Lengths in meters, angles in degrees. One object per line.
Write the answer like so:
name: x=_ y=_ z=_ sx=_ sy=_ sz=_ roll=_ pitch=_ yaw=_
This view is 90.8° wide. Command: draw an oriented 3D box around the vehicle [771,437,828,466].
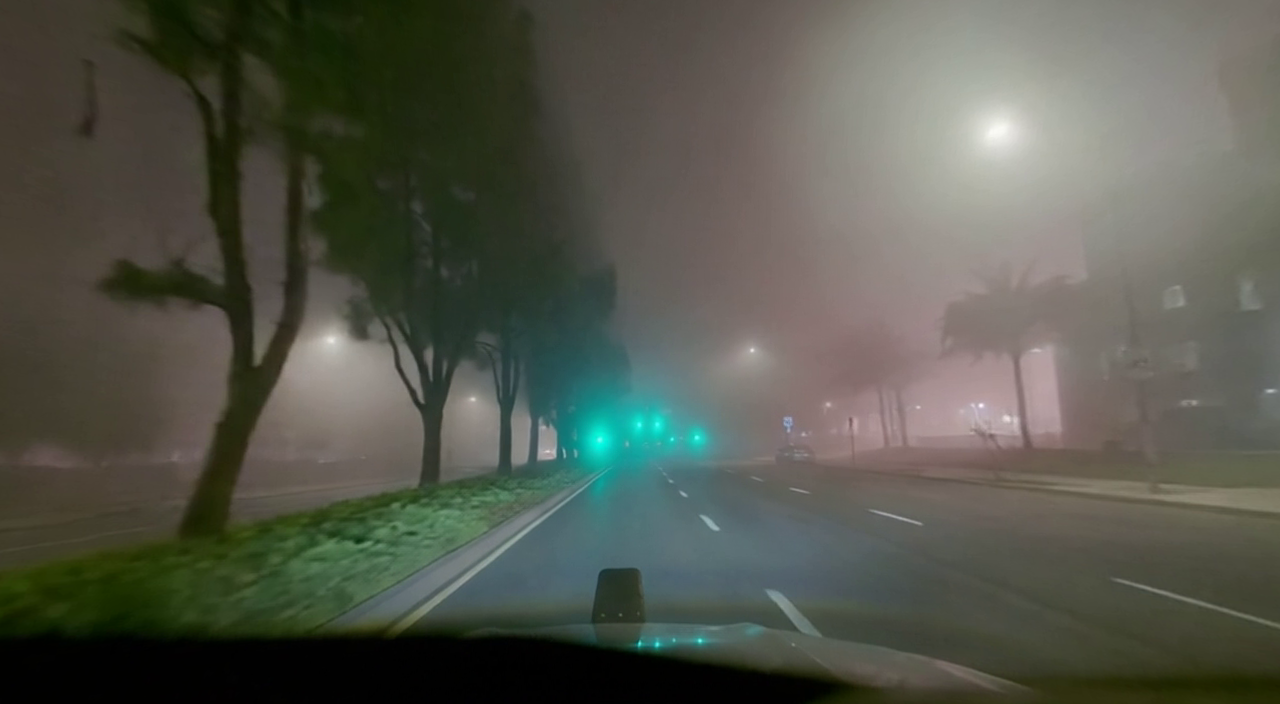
vehicle: x=9.961 y=6.251 z=39.837 sx=2.051 sy=1.726 sz=4.898 roll=0 pitch=-8 yaw=-3

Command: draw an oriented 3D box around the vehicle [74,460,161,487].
vehicle: x=-30.851 y=7.191 z=37.354 sx=3.652 sy=1.488 sz=1.678 roll=-1 pitch=-8 yaw=3
